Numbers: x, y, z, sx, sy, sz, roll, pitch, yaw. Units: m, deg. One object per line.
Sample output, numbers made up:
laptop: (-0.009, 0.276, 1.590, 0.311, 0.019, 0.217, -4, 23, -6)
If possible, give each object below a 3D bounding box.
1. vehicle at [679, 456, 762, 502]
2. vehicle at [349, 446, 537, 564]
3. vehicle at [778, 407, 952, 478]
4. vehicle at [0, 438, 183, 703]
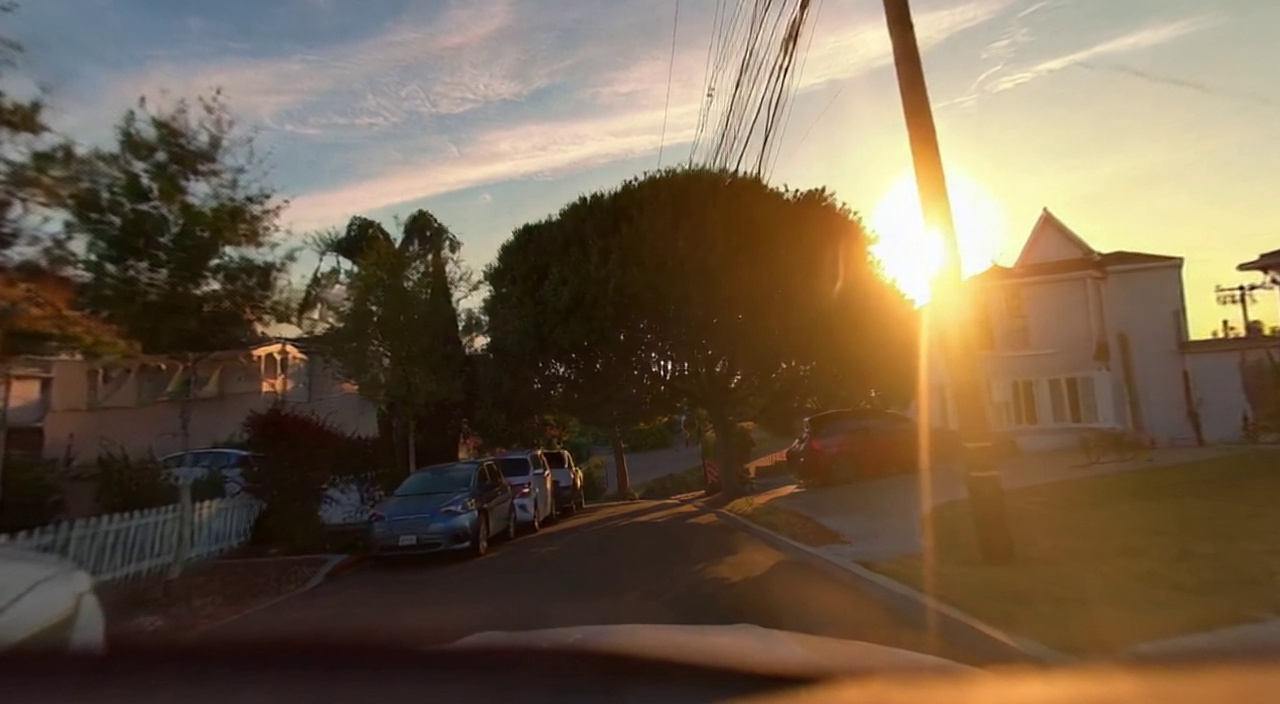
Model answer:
vehicle: (3.162, 5.028, 25.407, 3.005, 1.535, 4.025, -2, -8, 5)
vehicle: (-3.113, 2.472, 11.170, 2.081, 1.589, 4.691, 0, -8, -4)
vehicle: (6.395, 2.620, 18.332, 4.249, 1.905, 1.904, 0, -8, -2)
vehicle: (-4.981, 1.075, 2.337, 4.537, 1.595, 2.471, 1, -13, -2)
